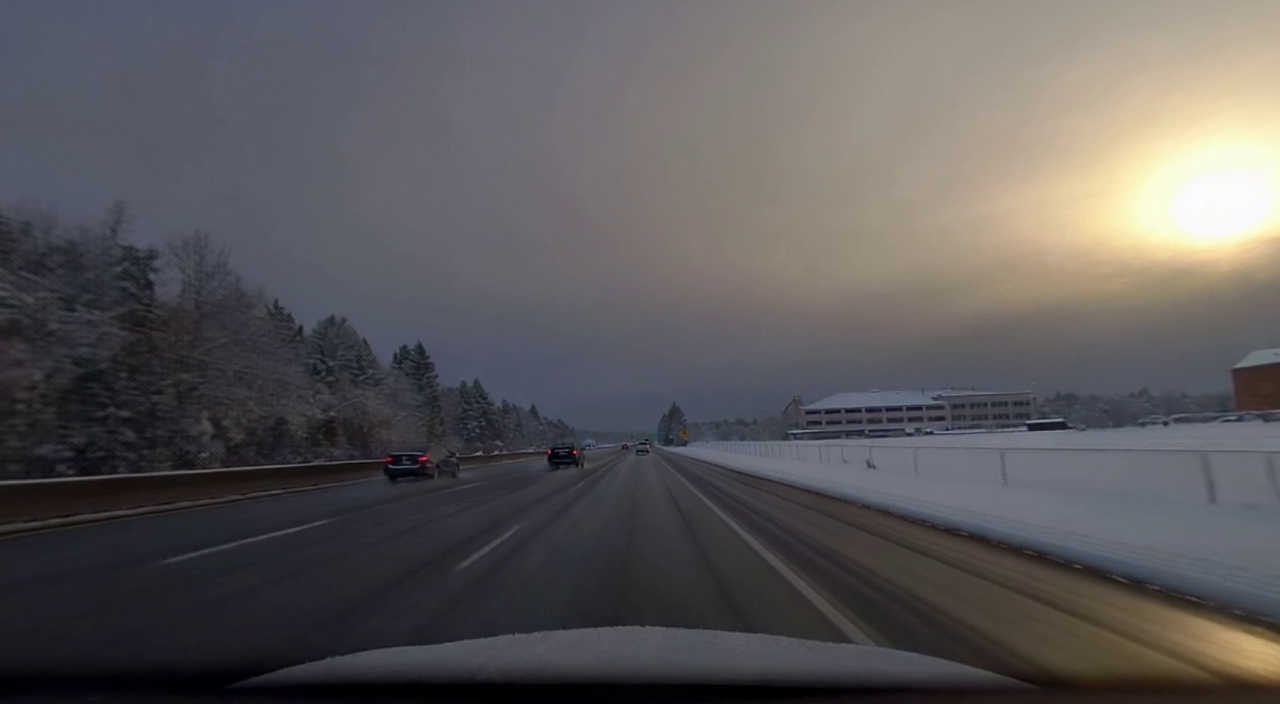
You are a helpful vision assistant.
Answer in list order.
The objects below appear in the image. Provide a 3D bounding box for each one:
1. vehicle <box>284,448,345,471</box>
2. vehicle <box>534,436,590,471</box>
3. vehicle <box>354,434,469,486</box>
[{"bbox_3d":[-22.825,7.531,44.383,1.831,1.515,4.496,0,-8,1],"label":"vehicle"},{"bbox_3d":[-3.814,5.085,31.656,2.083,1.588,4.801,0,-8,1],"label":"vehicle"},{"bbox_3d":[-7.470,3.578,21.176,2.034,1.523,4.627,0,-8,1],"label":"vehicle"}]
